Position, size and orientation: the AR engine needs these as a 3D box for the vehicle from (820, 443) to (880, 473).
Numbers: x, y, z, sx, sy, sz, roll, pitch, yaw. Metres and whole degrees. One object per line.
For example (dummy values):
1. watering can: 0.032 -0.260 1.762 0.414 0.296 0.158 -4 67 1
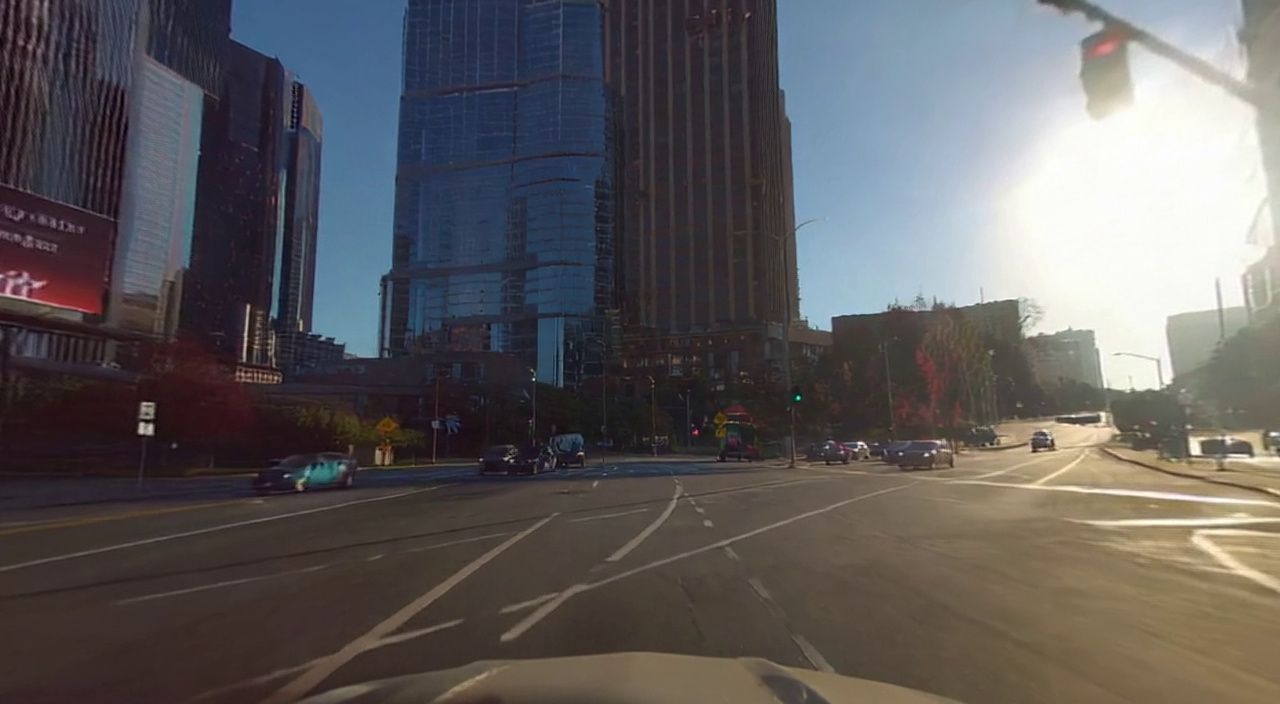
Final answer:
1. vehicle: 11.881 5.899 35.536 2.023 1.527 5.016 -5 -10 31

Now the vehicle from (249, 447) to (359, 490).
1. vehicle: -14.546 5.035 27.732 2.161 1.681 4.743 0 -9 1

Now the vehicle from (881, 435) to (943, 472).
1. vehicle: 15.024 5.538 34.712 2.232 1.814 5.285 -5 -10 31

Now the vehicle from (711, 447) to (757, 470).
1. vehicle: 6.673 7.623 45.564 2.675 1.452 4.213 -1 -8 0
